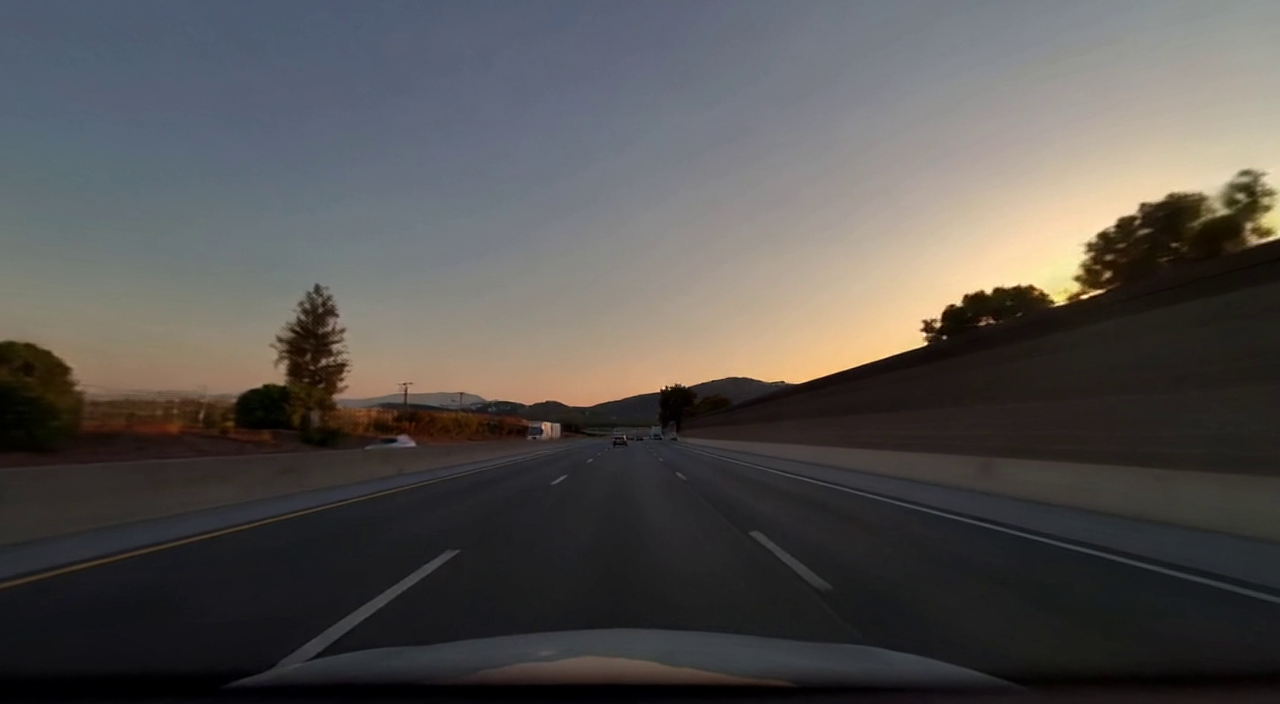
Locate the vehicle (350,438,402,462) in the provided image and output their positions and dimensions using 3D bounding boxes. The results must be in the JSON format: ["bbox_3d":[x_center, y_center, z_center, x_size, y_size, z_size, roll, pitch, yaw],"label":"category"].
[{"bbox_3d":[-16.737,6.200,40.079,1.775,1.467,3.649,0,-8,-1],"label":"vehicle"}]
